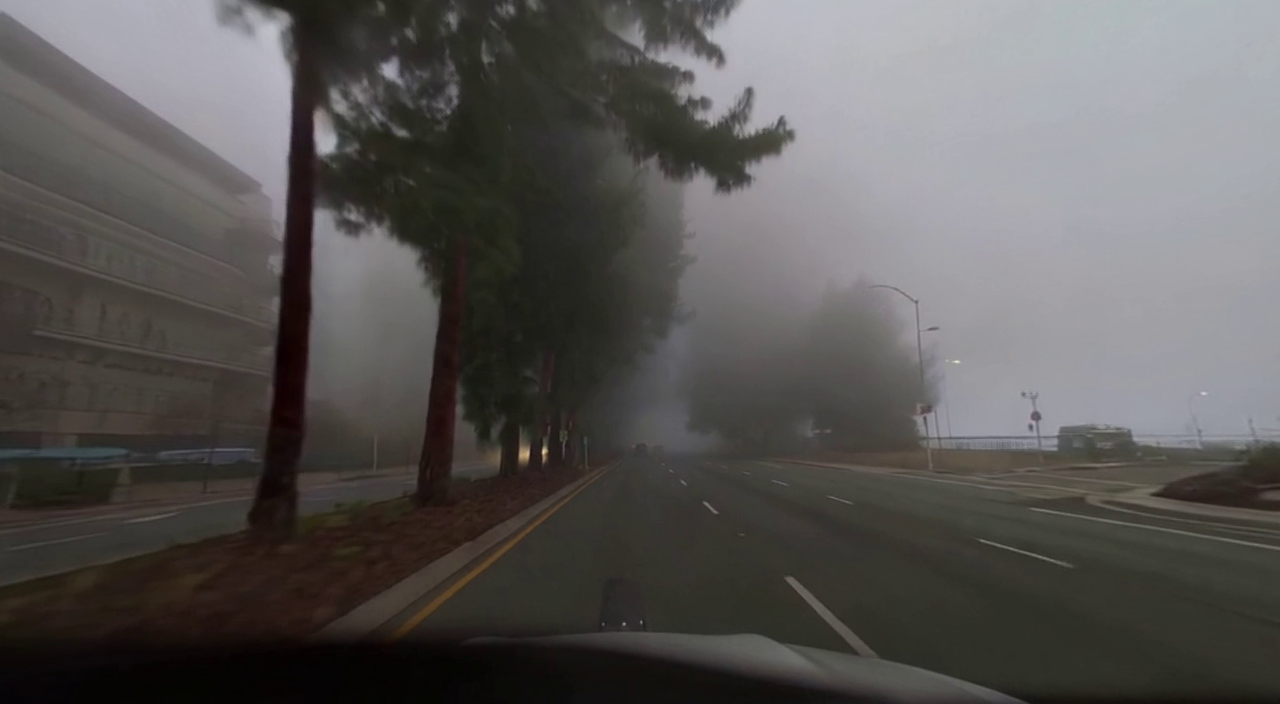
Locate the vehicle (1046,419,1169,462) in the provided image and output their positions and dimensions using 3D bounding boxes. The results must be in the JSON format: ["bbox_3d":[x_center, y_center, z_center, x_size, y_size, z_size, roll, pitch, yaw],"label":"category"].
[{"bbox_3d":[27.571,5.269,37.562,2.186,2.298,5.989,1,-8,-7],"label":"vehicle"}]
